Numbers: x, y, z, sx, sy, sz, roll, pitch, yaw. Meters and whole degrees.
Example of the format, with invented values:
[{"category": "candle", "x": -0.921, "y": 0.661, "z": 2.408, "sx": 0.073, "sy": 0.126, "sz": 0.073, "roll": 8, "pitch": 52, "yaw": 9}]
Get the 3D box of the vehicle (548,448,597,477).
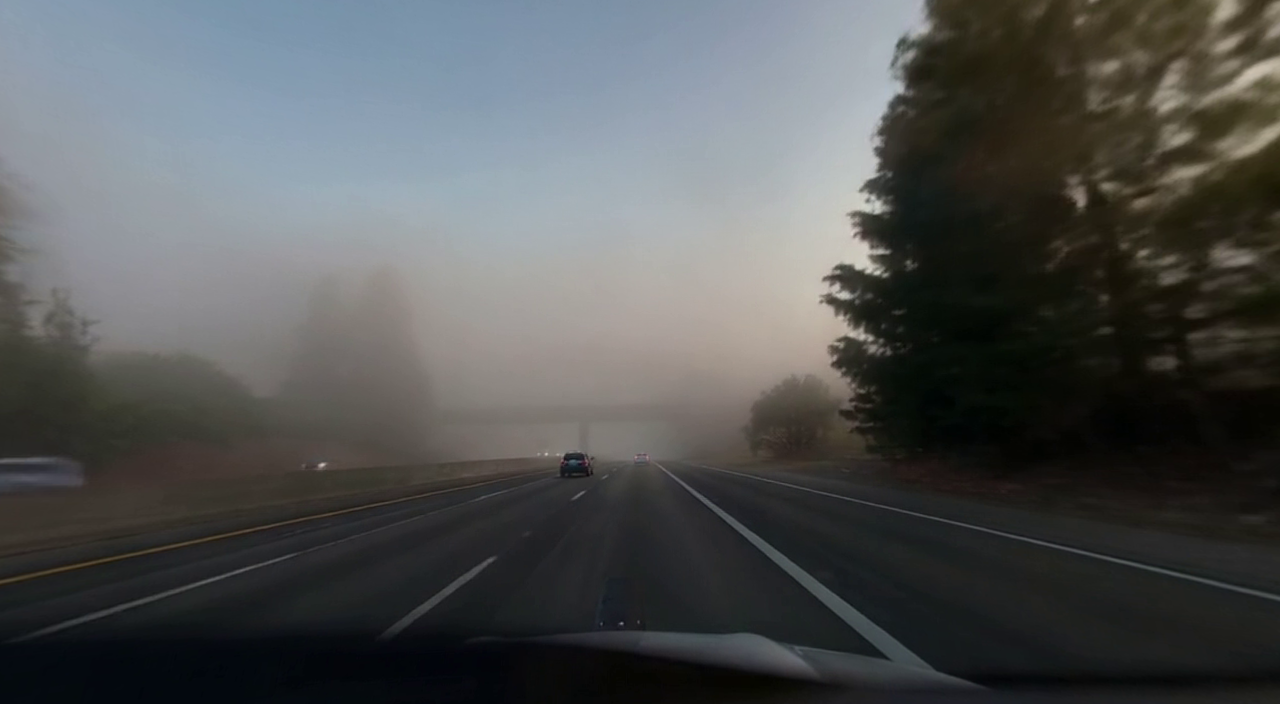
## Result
[{"category": "vehicle", "x": -3.706, "y": 6.161, "z": 35.362, "sx": 2.293, "sy": 1.462, "sz": 4.452, "roll": 0, "pitch": -9, "yaw": 0}]
